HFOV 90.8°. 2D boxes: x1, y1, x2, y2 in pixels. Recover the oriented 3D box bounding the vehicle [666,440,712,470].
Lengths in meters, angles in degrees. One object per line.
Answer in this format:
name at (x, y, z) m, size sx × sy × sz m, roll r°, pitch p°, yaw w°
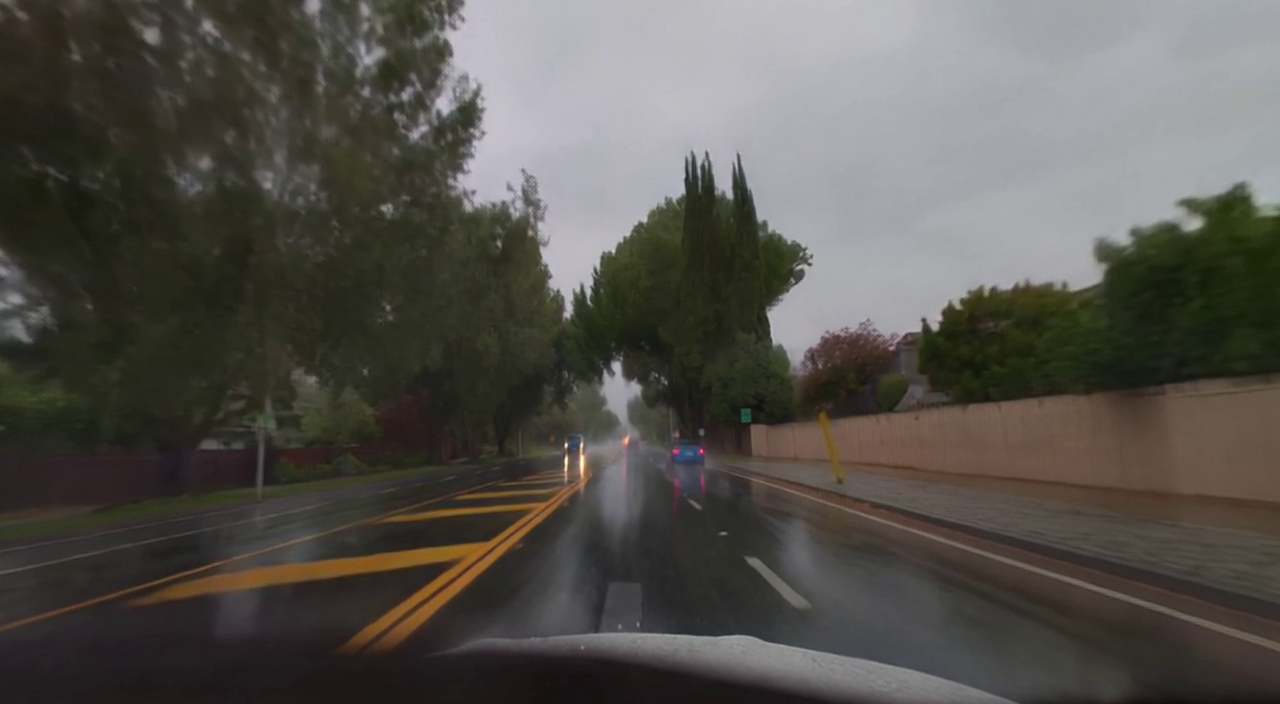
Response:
vehicle at (2.480, 5.355, 33.153) m, size 1.991 × 1.476 × 4.153 m, roll 0°, pitch -8°, yaw -1°
